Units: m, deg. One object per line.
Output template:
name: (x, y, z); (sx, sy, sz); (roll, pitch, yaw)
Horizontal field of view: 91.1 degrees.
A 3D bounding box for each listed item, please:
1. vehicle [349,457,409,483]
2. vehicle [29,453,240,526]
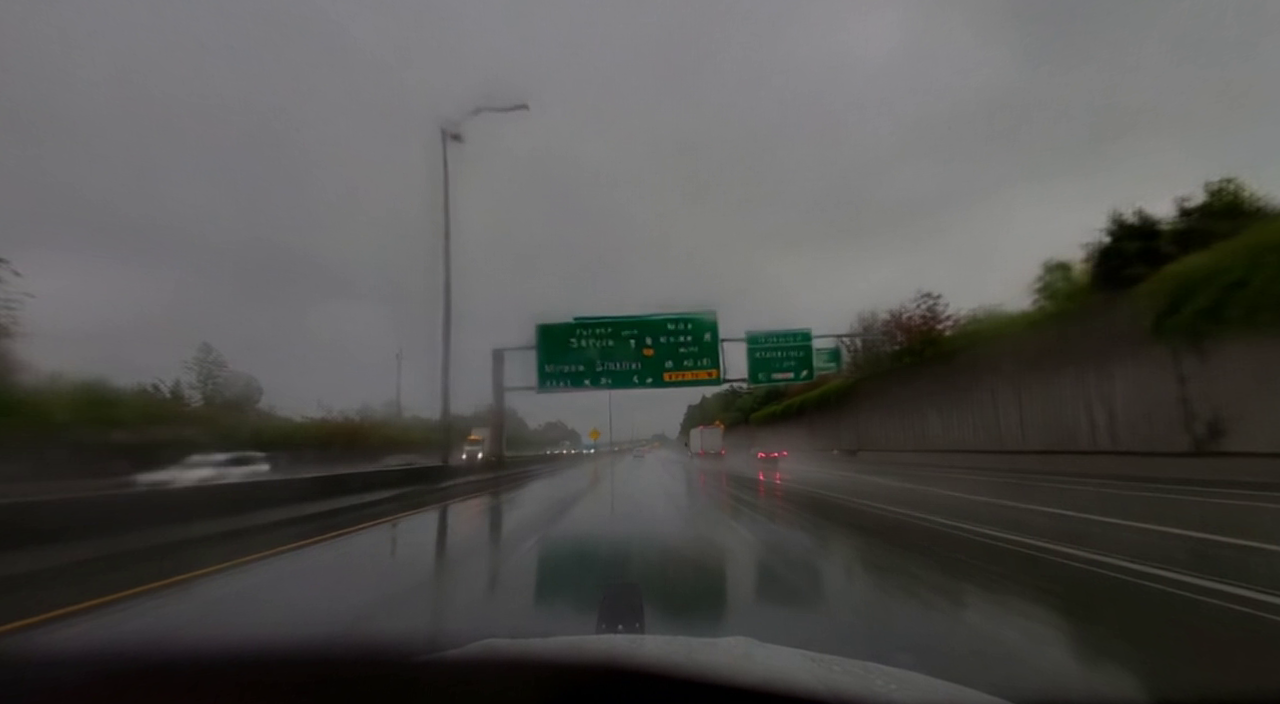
vehicle: (-16.562, 7.460, 40.065); (1.943, 1.483, 4.507); (0, -9, -1)
vehicle: (-12.694, 3.431, 16.197); (2.223, 1.585, 3.787); (0, -9, 0)
